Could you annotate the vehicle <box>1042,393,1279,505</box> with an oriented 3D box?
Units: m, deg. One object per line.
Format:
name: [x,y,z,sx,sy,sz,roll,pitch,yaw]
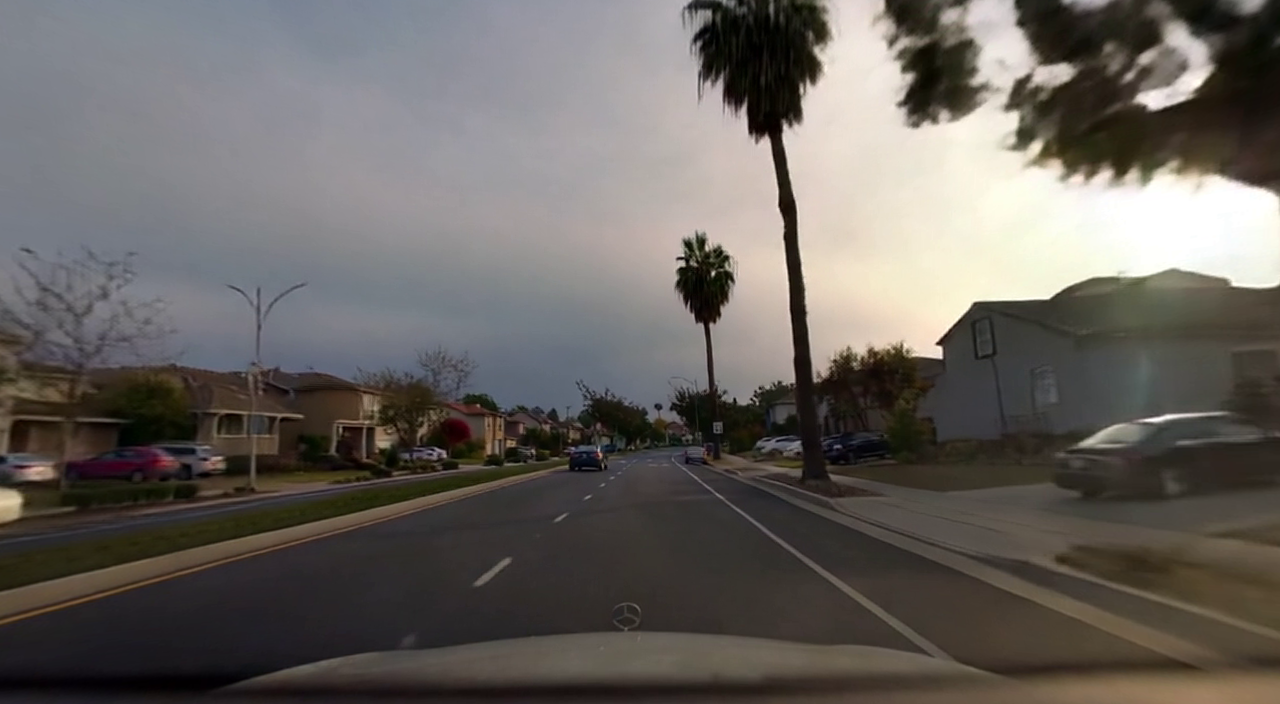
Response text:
vehicle: [10.660,1.773,11.955,4.549,1.672,2.008,-5,-10,1]

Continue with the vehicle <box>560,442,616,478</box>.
vehicle: [-2.268,4.843,28.600,2.035,1.474,4.284,0,-8,2]

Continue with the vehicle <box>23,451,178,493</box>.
vehicle: [-21.065,4.683,24.788,4.373,1.491,2.060,-1,-8,6]

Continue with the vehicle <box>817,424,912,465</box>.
vehicle: [11.653,4.783,32.732,4.531,1.864,2.037,3,-10,-30]

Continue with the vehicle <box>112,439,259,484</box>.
vehicle: [-20.825,5.035,29.163,4.942,1.932,2.247,1,-8,-3]

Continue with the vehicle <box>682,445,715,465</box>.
vehicle: [4.574,8.132,49.955,2.025,1.456,4.865,1,-8,-2]
